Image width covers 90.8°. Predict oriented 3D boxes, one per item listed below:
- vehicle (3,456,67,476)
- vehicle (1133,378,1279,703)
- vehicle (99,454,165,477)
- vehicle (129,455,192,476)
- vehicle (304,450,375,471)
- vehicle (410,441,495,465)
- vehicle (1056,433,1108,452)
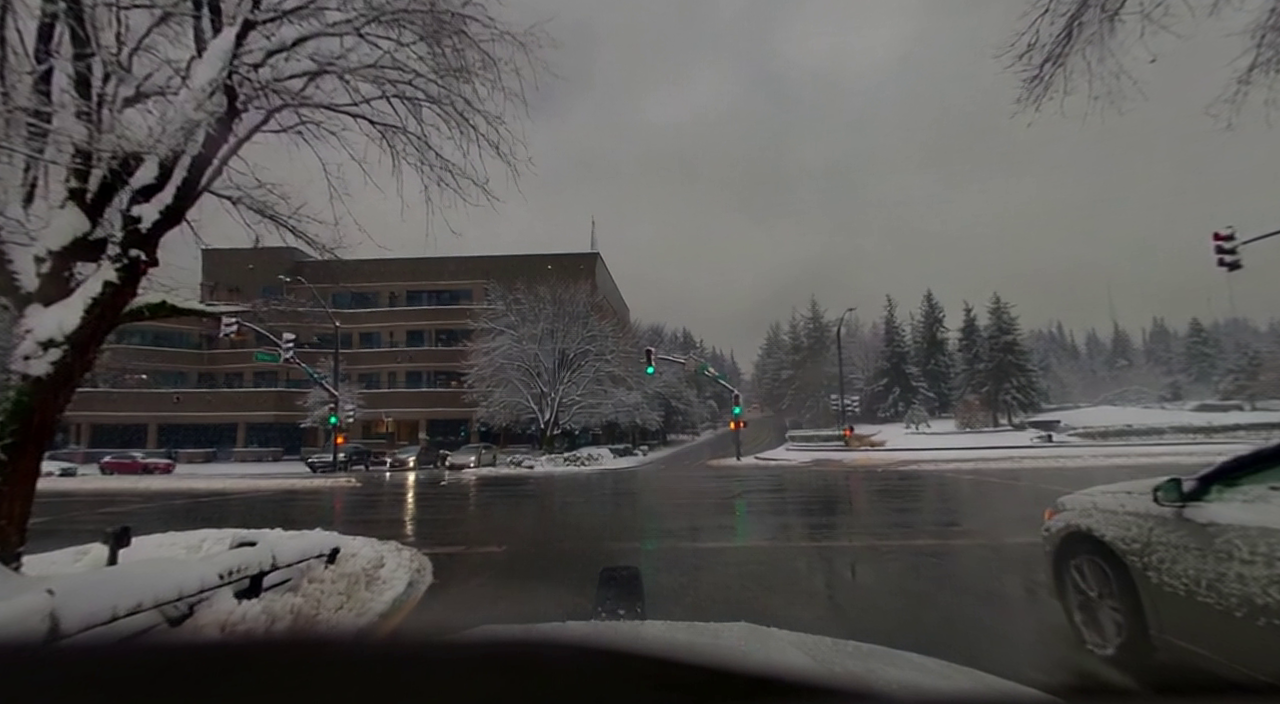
[{"bbox_3d":[-46.232,8.720,48.361,1.627,1.392,3.330,0,-9,-1],"label":"vehicle"},{"bbox_3d":[3.290,0.635,0.806,1.903,1.529,4.254,0,-9,1],"label":"vehicle"},{"bbox_3d":[-38.863,8.667,48.420,1.934,1.507,3.869,1,-7,-3],"label":"vehicle"},{"bbox_3d":[-36.426,8.615,48.082,1.709,1.410,3.945,0,-9,-1],"label":"vehicle"},{"bbox_3d":[-21.874,7.890,46.122,4.207,1.508,1.875,0,-9,2],"label":"vehicle"},{"bbox_3d":[-14.746,7.965,49.864,6.021,1.868,2.172,0,-9,1],"label":"vehicle"},{"bbox_3d":[34.843,7.159,49.894,1.649,1.463,3.507,0,-9,2],"label":"vehicle"}]
